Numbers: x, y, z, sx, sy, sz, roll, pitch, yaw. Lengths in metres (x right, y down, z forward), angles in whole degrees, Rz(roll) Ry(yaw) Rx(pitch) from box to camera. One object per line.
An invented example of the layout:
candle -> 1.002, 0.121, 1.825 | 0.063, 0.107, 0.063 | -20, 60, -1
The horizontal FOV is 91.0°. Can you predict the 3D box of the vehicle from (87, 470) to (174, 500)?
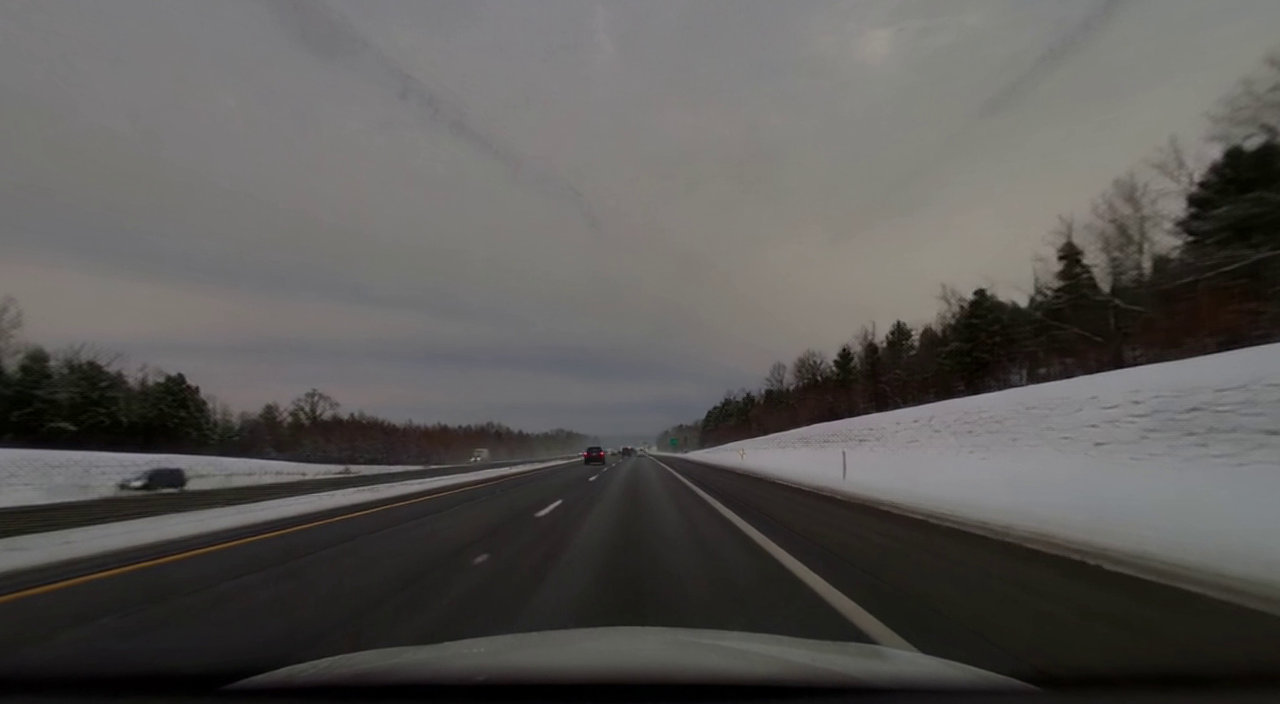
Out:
vehicle -> -32.685, 8.499, 40.541 | 1.931, 1.613, 4.331 | 0, -9, 1
